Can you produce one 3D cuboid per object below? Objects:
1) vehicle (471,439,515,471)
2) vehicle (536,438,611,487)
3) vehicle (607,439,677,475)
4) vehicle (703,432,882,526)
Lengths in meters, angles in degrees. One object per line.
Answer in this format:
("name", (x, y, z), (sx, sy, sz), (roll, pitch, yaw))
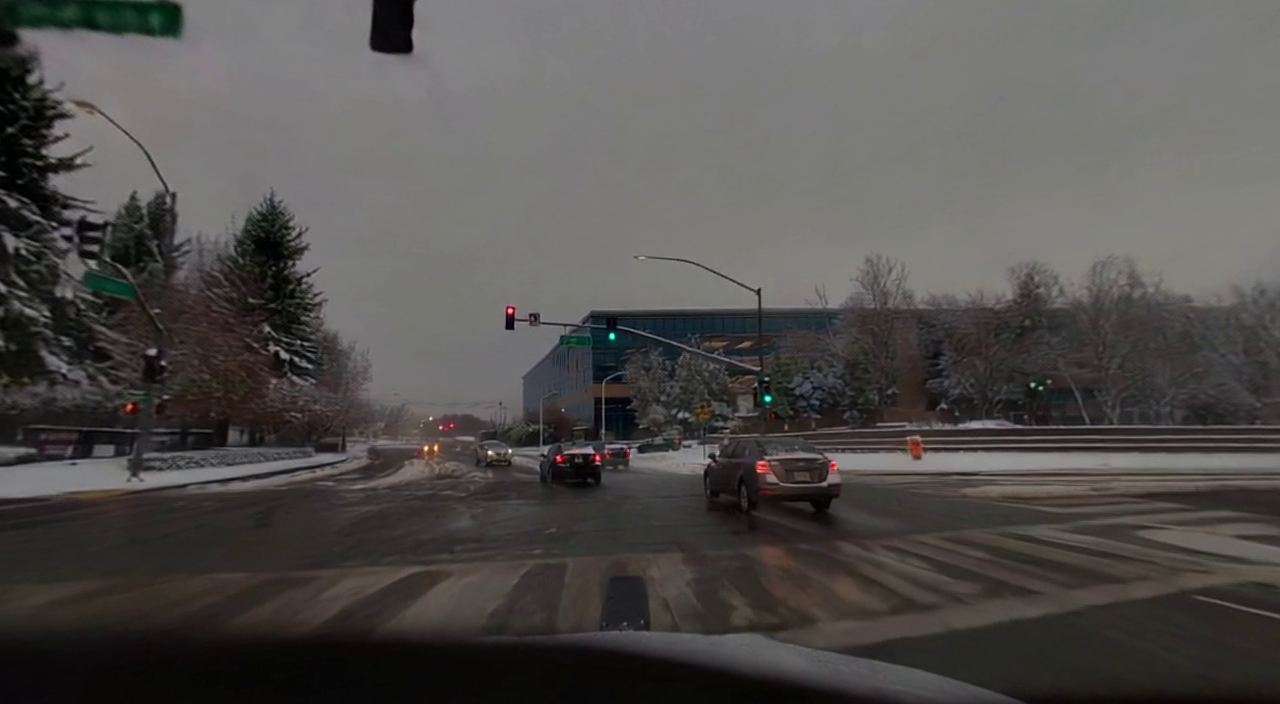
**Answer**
("vehicle", (-7.988, 5.498, 33.927), (2.012, 1.492, 4.079), (3, -8, -16))
("vehicle", (-2.497, 3.845, 22.511), (2.308, 1.535, 4.811), (1, -8, -10))
("vehicle", (-0.015, 4.737, 28.800), (1.957, 1.463, 4.701), (2, -8, -15))
("vehicle", (2.692, 2.352, 12.421), (1.984, 1.476, 4.488), (1, -8, -6))
